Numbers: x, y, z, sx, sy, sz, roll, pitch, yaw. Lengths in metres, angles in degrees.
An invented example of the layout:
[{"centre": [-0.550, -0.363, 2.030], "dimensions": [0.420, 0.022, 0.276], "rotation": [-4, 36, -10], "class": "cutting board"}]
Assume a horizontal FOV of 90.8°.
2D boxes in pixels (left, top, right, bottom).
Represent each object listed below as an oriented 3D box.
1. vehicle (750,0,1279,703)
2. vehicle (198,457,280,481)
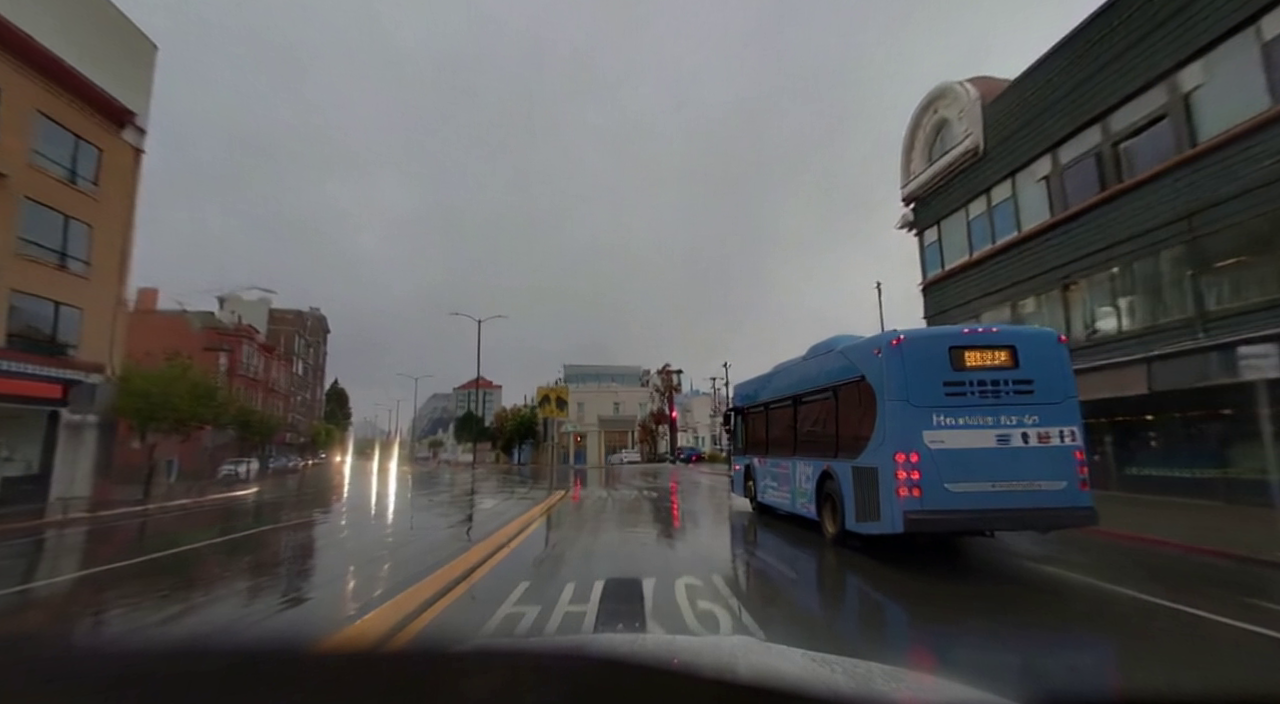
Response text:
[{"centre": [3.479, 0.204, 3.051], "dimensions": [3.194, 3.345, 12.428], "rotation": [0, -9, -2], "class": "vehicle"}, {"centre": [-27.537, 7.995, 43.431], "dimensions": [4.384, 1.500, 1.864], "rotation": [7, -11, -40], "class": "vehicle"}]
